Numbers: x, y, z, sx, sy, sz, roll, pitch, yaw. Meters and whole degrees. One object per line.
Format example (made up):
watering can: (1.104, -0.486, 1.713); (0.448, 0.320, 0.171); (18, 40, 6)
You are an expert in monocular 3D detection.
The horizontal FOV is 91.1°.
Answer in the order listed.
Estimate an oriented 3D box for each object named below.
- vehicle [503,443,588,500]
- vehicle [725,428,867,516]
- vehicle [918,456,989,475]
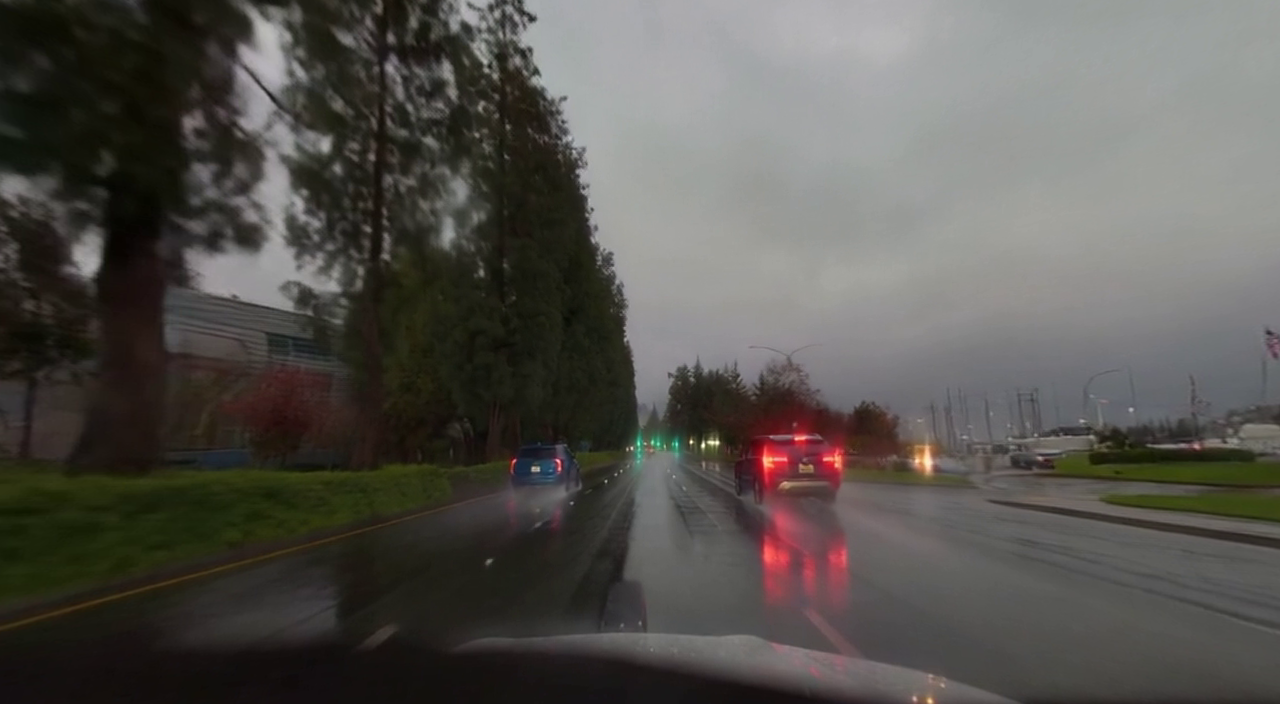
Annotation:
vehicle: (-2.953, 3.826, 20.557); (2.025, 1.635, 4.293); (0, -9, 1)
vehicle: (3.525, 2.831, 15.365); (2.087, 1.759, 5.040); (0, -9, -1)
vehicle: (24.585, 8.900, 49.335); (4.587, 1.460, 1.924); (0, -9, 1)
